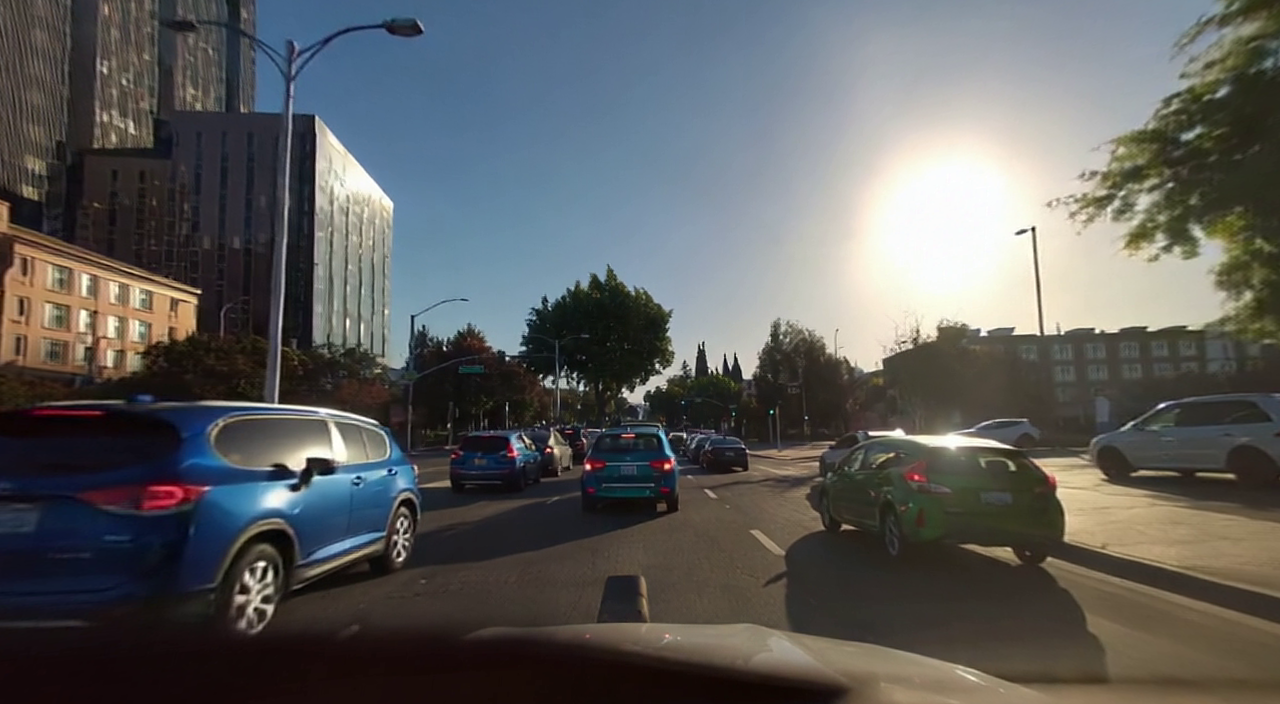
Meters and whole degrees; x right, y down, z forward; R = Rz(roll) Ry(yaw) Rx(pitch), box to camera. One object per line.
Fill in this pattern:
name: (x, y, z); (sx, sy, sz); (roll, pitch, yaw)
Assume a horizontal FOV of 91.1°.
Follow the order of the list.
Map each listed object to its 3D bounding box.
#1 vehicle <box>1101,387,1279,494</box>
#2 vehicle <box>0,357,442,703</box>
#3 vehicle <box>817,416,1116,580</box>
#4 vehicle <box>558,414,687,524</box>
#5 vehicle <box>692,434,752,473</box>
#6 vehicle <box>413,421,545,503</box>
vehicle: (12.523, 1.762, 12.524); (4.991, 1.978, 2.090); (-8, -11, 43)
vehicle: (-3.427, 1.186, 5.221); (2.047, 1.710, 4.314); (0, -8, 1)
vehicle: (3.701, 1.690, 8.052); (1.847, 1.554, 3.885); (0, -8, 2)
vehicle: (-0.238, 2.142, 11.964); (2.022, 1.700, 4.084); (0, -8, 1)
vehicle: (3.367, 4.258, 26.481); (1.948, 1.475, 4.093); (0, -8, 0)
vehicle: (-3.714, 2.634, 15.403); (2.012, 1.701, 4.316); (0, -8, 1)
